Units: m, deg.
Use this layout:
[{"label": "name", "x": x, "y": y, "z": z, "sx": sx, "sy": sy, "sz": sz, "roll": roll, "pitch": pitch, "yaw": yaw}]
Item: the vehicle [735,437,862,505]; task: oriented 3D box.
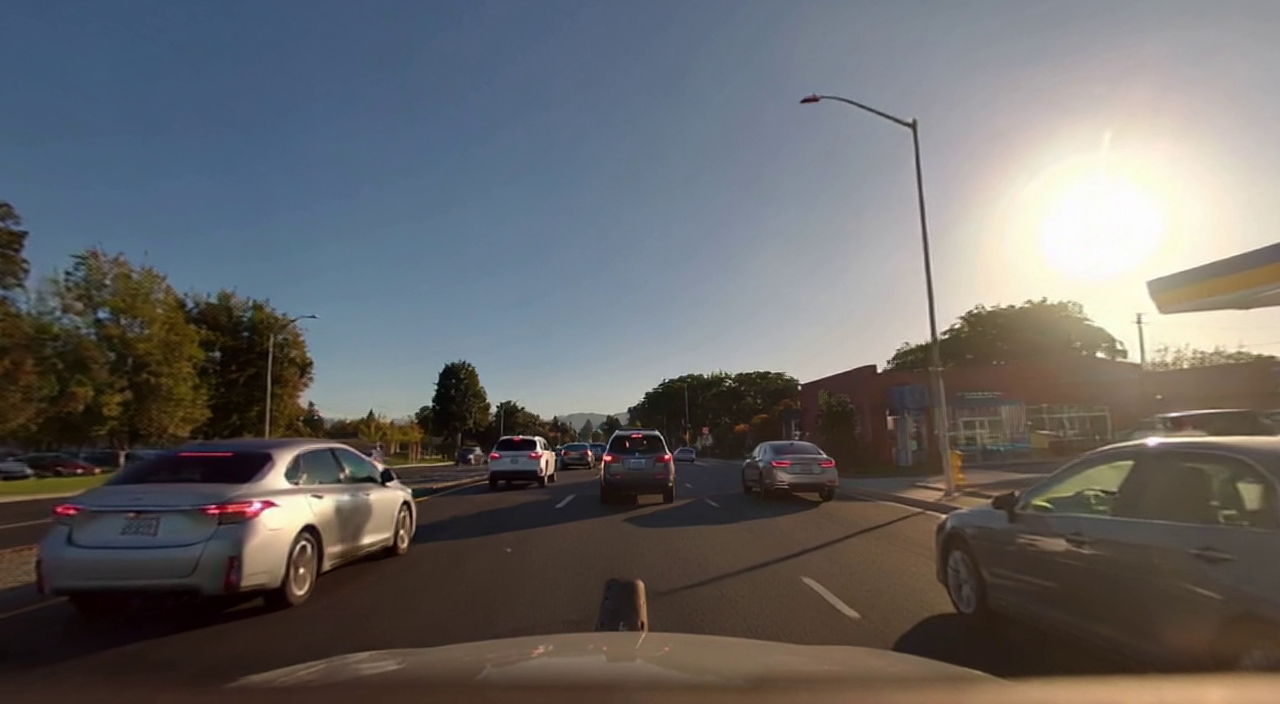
[{"label": "vehicle", "x": 3.775, "y": 2.905, "z": 15.970, "sx": 1.888, "sy": 1.456, "sz": 4.589, "roll": 0, "pitch": -8, "yaw": -2}]

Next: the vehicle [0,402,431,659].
[{"label": "vehicle", "x": -3.602, "y": 1.401, "z": 5.995, "sx": 1.864, "sy": 1.574, "sz": 4.031, "roll": 0, "pitch": -8, "yaw": 0}]

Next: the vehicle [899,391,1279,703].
[{"label": "vehicle", "x": 3.263, "y": 1.019, "z": 3.131, "sx": 1.976, "sy": 1.492, "sz": 4.436, "roll": 0, "pitch": -8, "yaw": -1}]

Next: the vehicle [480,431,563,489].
[{"label": "vehicle", "x": -3.787, "y": 3.534, "z": 20.936, "sx": 1.932, "sy": 1.695, "sz": 4.150, "roll": 0, "pitch": -8, "yaw": 0}]

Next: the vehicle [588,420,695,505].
[{"label": "vehicle", "x": 0.015, "y": 2.672, "z": 15.686, "sx": 2.279, "sy": 1.803, "sz": 4.254, "roll": 0, "pitch": -8, "yaw": 0}]

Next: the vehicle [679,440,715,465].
[{"label": "vehicle", "x": 3.738, "y": 6.631, "z": 41.903, "sx": 1.926, "sy": 1.522, "sz": 3.852, "roll": 0, "pitch": -8, "yaw": -2}]
